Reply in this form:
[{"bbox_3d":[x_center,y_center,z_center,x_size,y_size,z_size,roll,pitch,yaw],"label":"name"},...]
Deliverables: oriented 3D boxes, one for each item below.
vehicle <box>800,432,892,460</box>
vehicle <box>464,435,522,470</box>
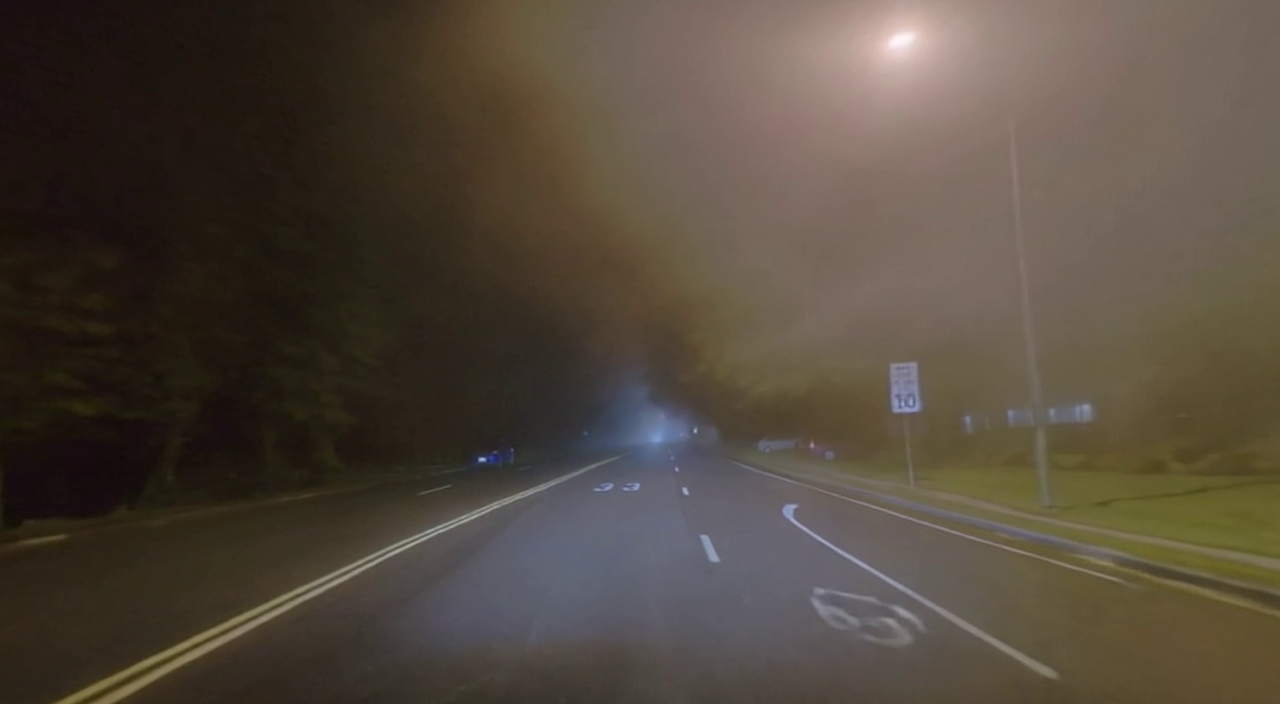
[{"bbox_3d":[11.254,5.182,34.686,4.460,1.456,1.804,-1,-8,3],"label":"vehicle"},{"bbox_3d":[-8.277,5.674,35.803,2.142,1.723,4.275,-3,-8,2],"label":"vehicle"}]
